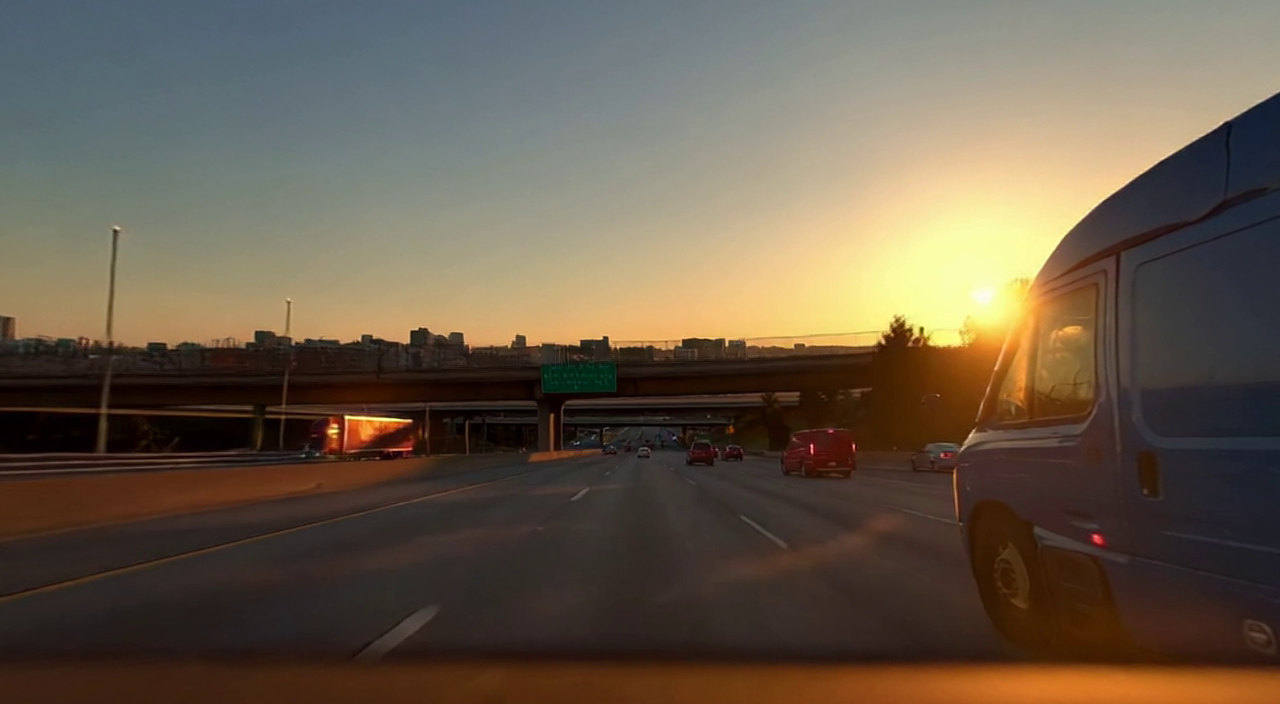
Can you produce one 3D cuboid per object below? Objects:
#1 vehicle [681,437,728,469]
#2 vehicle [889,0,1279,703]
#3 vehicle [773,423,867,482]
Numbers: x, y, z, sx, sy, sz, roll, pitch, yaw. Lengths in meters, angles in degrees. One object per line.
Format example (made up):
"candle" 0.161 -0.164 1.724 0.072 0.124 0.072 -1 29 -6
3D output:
"vehicle" 4.222 6.701 42.212 2.464 1.961 5.520 0 -8 -1
"vehicle" 3.173 0.150 1.286 2.436 2.745 7.034 0 -8 0
"vehicle" 7.326 4.177 26.397 2.301 2.203 5.419 0 -8 0
